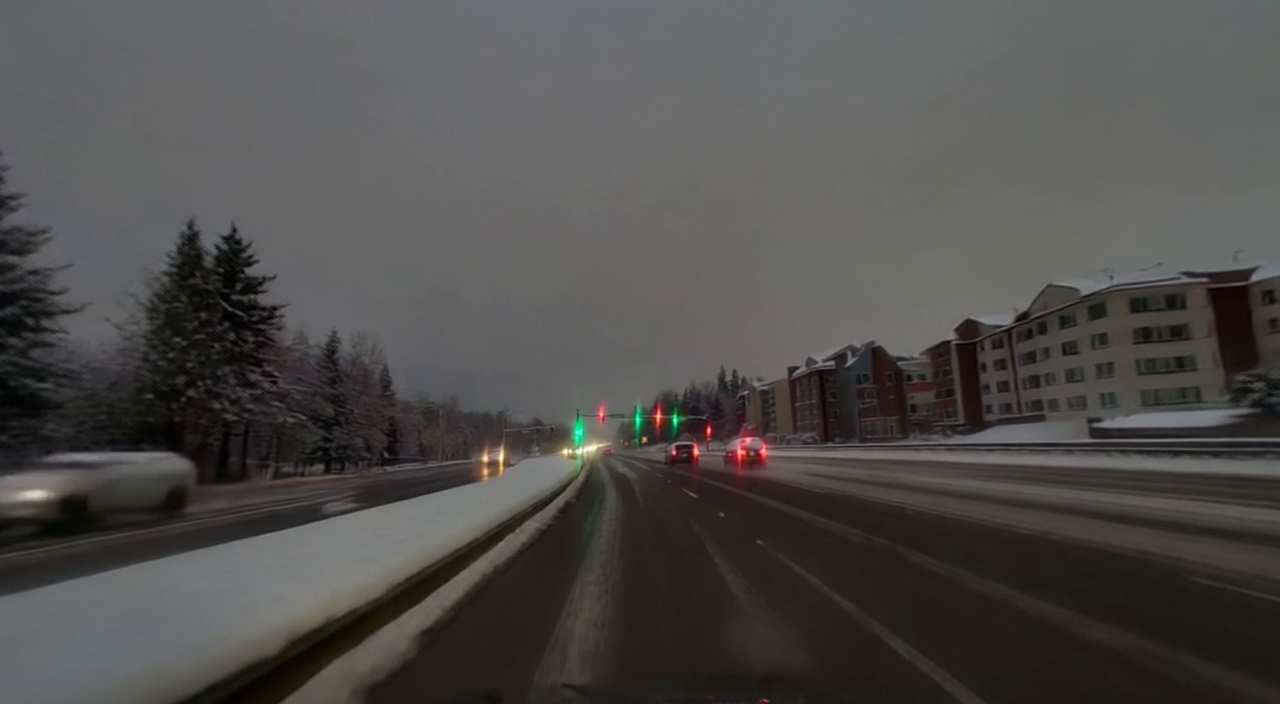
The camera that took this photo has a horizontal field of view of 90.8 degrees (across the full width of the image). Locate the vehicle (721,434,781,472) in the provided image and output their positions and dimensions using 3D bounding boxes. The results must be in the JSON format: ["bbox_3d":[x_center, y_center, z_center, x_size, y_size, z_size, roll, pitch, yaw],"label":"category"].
[{"bbox_3d":[5.506,5.088,31.983,1.946,1.773,4.641,0,-9,-3],"label":"vehicle"}]

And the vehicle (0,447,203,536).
[{"bbox_3d":[-12.492,2.963,14.182,1.891,1.633,4.737,0,-9,1],"label":"vehicle"}]

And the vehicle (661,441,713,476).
[{"bbox_3d":[2.169,5.076,30.289,1.917,1.538,4.259,0,-9,-4],"label":"vehicle"}]
